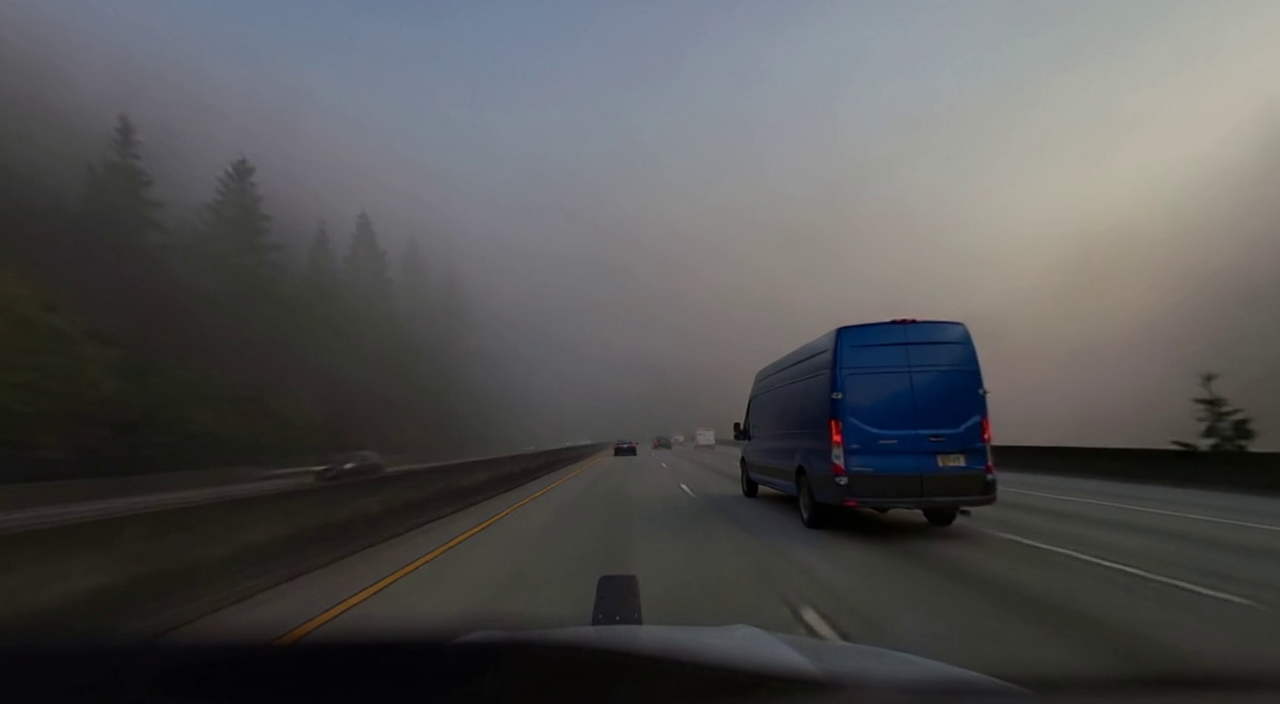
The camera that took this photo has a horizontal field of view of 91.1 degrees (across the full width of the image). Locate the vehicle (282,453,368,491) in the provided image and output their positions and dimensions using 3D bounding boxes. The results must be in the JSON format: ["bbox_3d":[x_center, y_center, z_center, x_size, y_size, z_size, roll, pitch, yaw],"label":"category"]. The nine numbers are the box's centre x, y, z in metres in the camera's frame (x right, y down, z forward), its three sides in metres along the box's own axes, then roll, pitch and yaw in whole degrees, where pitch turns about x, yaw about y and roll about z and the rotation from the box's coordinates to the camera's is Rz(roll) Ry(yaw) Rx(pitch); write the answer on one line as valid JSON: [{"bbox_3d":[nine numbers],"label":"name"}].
[{"bbox_3d":[-14.047,5.349,28.299,1.826,1.489,3.940,0,-8,0],"label":"vehicle"}]

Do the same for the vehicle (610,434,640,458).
[{"bbox_3d":[-0.976,6.225,41.753,1.900,1.524,4.324,0,-8,-1],"label":"vehicle"}]

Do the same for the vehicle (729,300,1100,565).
[{"bbox_3d":[3.177,1.241,9.799,2.416,2.595,7.243,0,-8,-1],"label":"vehicle"}]
